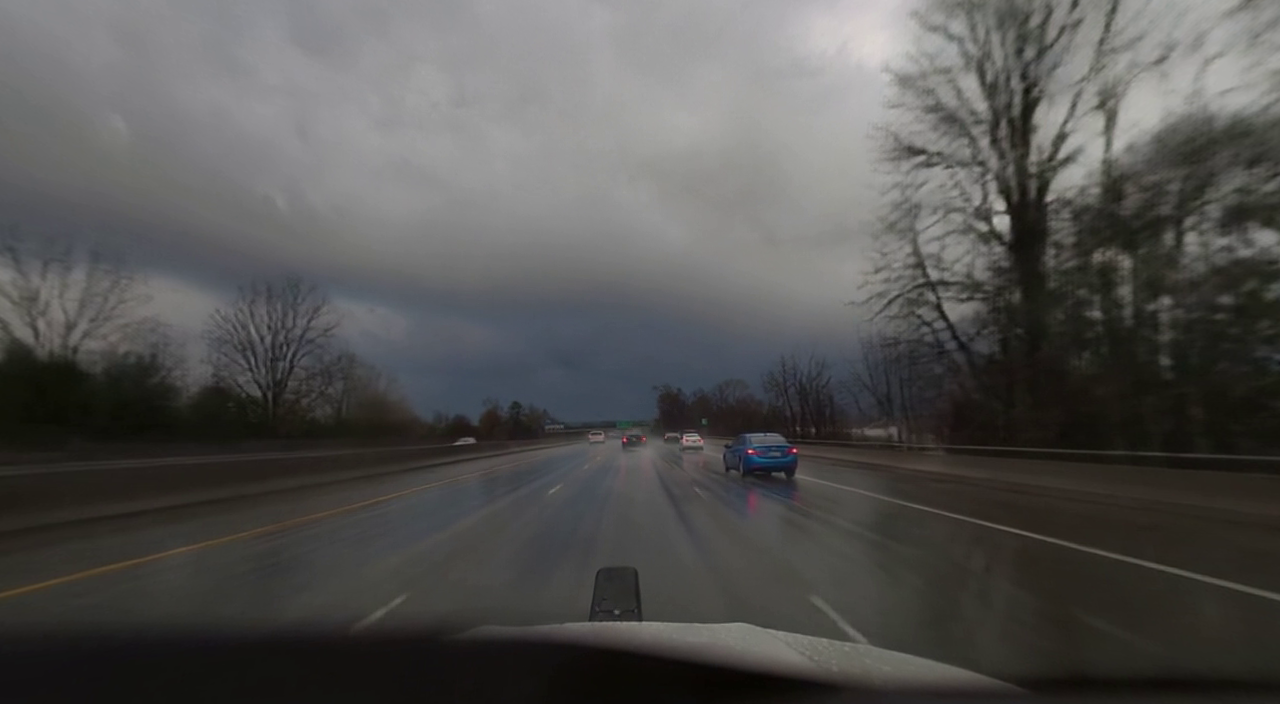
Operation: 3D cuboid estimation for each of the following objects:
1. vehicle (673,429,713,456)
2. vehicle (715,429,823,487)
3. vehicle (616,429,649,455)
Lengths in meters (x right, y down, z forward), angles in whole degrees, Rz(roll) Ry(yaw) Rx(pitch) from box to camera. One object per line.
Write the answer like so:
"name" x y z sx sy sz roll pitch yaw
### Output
"vehicle" 3.448 5.979 41.461 2.098 1.677 4.275 0 -8 -2
"vehicle" 3.578 3.029 18.447 2.056 1.479 4.660 0 -8 -2
"vehicle" -0.559 6.197 43.360 2.182 1.680 4.253 0 -8 -1
